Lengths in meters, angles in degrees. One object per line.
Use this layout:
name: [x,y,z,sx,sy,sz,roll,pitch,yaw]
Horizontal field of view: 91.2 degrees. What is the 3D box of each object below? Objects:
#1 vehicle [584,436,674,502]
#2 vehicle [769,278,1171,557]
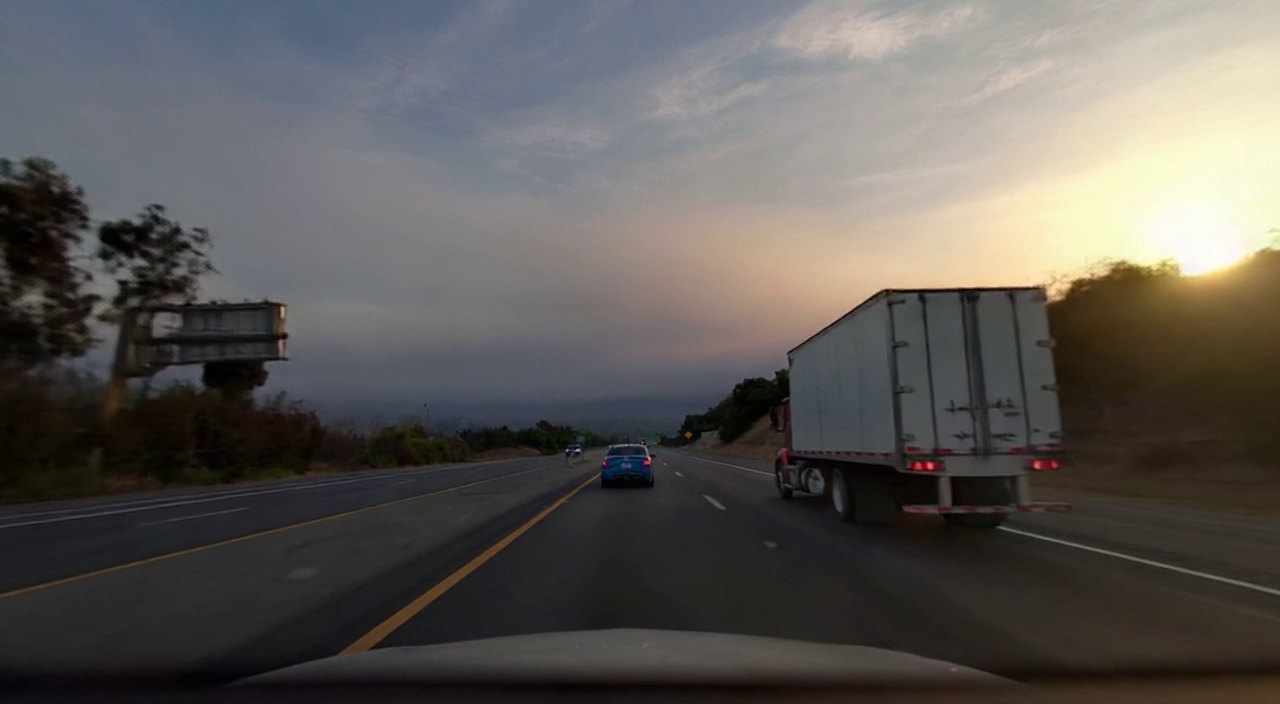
vehicle: [-0.276,2.984,16.409,2.066,1.490,3.759,0,-9,-1]
vehicle: [4.484,1.234,10.786,2.791,3.201,7.145,0,-9,-1]
